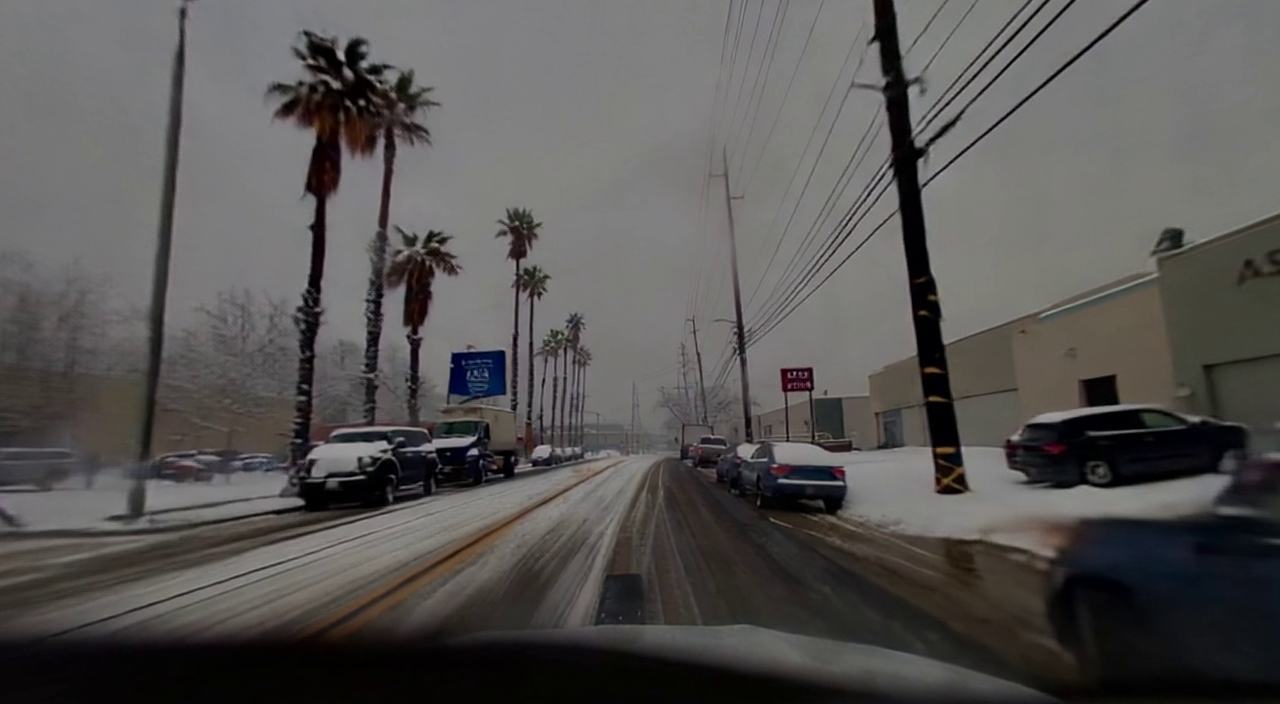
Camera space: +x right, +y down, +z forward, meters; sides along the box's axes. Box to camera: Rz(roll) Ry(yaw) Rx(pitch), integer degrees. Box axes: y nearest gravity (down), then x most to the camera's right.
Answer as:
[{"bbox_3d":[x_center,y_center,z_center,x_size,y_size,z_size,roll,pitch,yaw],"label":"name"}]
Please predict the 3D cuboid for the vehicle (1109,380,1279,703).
[{"bbox_3d":[3.504,0.692,0.865,2.111,1.611,4.576,0,-9,-1],"label":"vehicle"}]

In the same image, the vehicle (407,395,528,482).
[{"bbox_3d":[-7.592,4.023,29.147,2.941,3.418,7.738,-1,-9,4],"label":"vehicle"}]

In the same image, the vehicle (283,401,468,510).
[{"bbox_3d":[-8.013,3.256,20.441,2.845,2.738,7.208,-3,-8,1],"label":"vehicle"}]

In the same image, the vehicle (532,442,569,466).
[{"bbox_3d":[-6.819,7.792,48.590,1.936,1.632,4.145,-3,-8,3],"label":"vehicle"}]

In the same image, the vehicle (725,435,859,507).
[{"bbox_3d":[3.620,2.942,16.151,2.246,1.533,4.971,0,-9,1],"label":"vehicle"}]

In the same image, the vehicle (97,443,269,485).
[{"bbox_3d":[-17.011,4.174,23.701,4.890,1.483,2.055,0,-9,1],"label":"vehicle"}]

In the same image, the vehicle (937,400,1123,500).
[{"bbox_3d":[9.056,2.359,15.455,2.325,1.877,5.987,-6,-9,17],"label":"vehicle"}]
